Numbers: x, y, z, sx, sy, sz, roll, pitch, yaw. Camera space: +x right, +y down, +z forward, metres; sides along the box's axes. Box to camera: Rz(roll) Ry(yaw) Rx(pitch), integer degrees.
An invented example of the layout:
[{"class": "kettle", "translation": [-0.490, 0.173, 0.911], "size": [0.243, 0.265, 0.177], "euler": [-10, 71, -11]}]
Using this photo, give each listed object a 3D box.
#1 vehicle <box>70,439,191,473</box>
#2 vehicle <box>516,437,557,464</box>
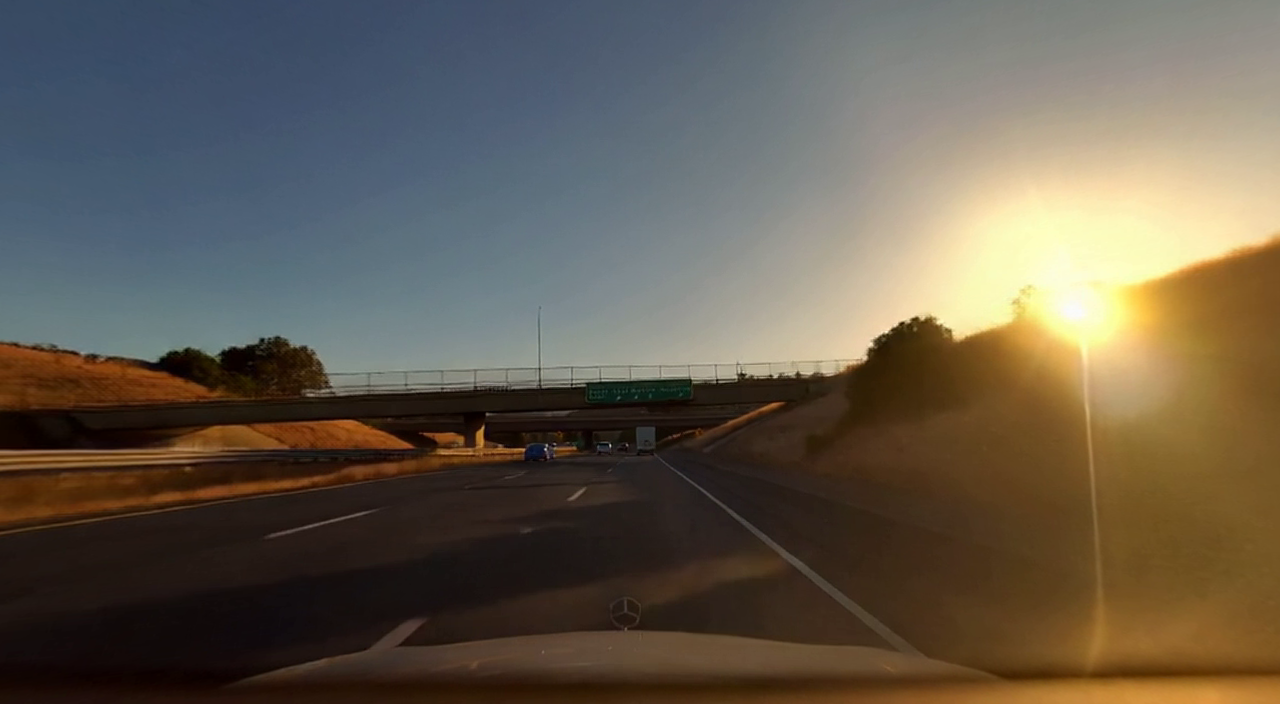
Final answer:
[{"class": "vehicle", "translation": [-31.938, 6.522, 39.825], "size": [2.433, 1.916, 6.183], "euler": [0, -8, 0]}, {"class": "vehicle", "translation": [-7.075, 6.811, 43.498], "size": [2.070, 1.738, 4.733], "euler": [0, -8, 0]}]
